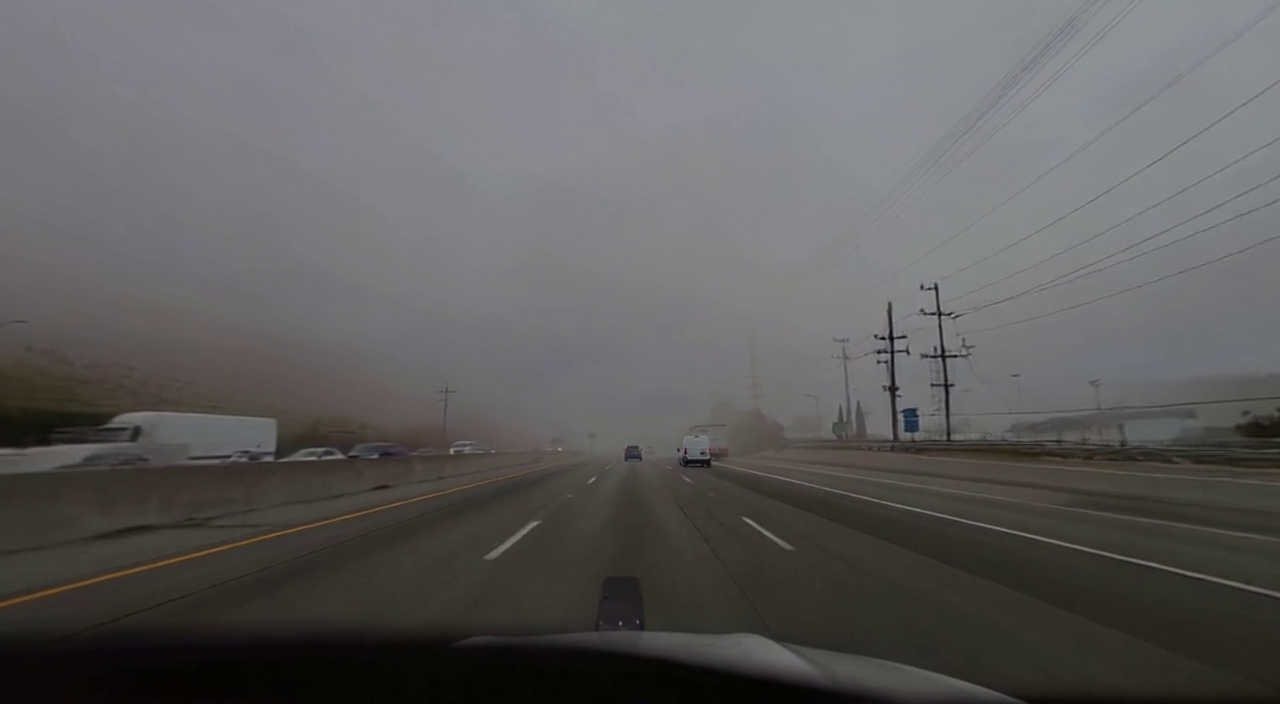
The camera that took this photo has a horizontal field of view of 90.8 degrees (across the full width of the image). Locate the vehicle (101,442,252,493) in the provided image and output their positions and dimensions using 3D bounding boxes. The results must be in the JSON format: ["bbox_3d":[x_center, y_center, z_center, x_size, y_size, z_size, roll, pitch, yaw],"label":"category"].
[{"bbox_3d":[-21.363,5.326,29.644,2.258,2.068,6.386,0,-9,0],"label":"vehicle"}]

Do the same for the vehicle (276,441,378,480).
[{"bbox_3d":[-13.306,4.632,27.240,1.934,1.522,4.697,0,-9,1],"label":"vehicle"}]

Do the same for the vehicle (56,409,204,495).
[{"bbox_3d":[-25.670,5.053,32.215,2.968,3.977,5.142,0,-9,0],"label":"vehicle"}]

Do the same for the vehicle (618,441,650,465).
[{"bbox_3d":[-0.451,7.632,47.991,2.325,1.712,4.592,0,-9,0],"label":"vehicle"}]

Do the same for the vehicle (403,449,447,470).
[{"bbox_3d":[-16.932,8.475,49.941,1.957,1.516,3.844,0,-9,2],"label":"vehicle"}]

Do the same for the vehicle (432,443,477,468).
[{"bbox_3d":[-13.893,7.758,47.537,1.962,1.792,4.576,0,-9,0],"label":"vehicle"}]

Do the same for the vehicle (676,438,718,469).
[{"bbox_3d":[3.437,6.218,38.916,2.036,1.796,4.470,0,-9,-2],"label":"vehicle"}]
